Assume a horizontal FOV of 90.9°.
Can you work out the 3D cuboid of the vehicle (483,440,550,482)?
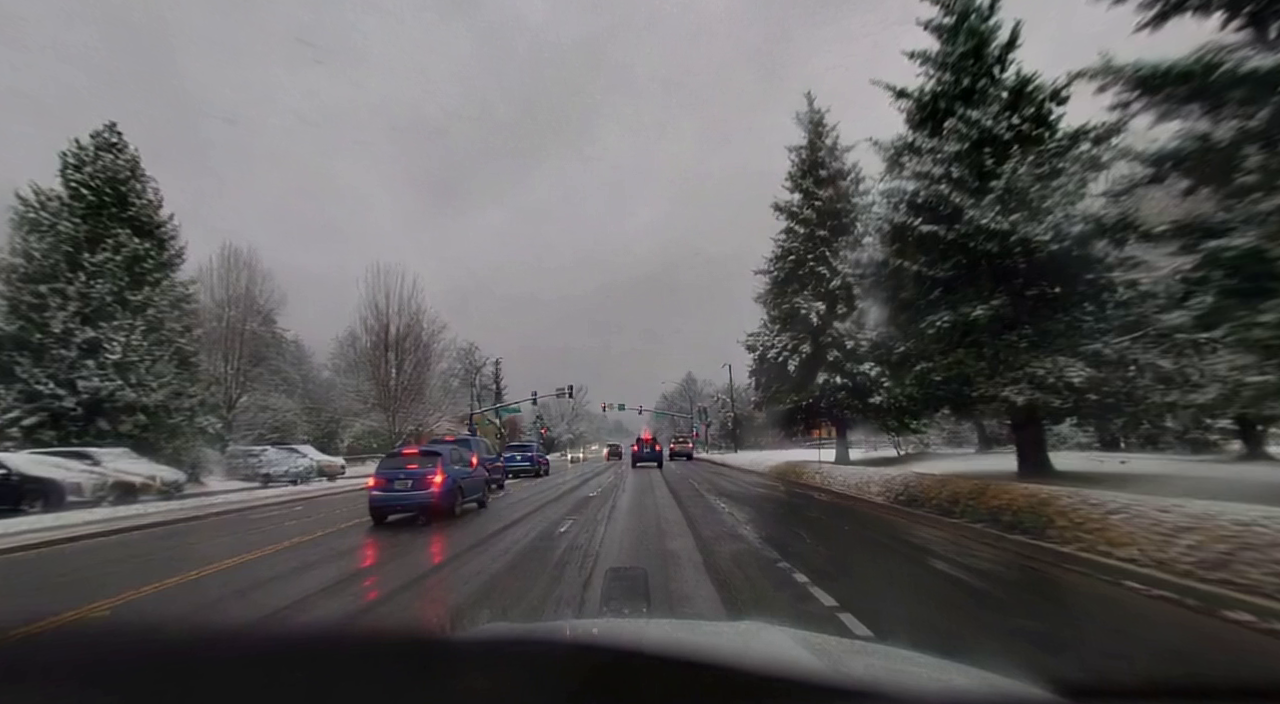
[{"bbox_3d":[-5.330,4.770,27.921,2.052,1.664,4.476,0,-9,0],"label":"vehicle"}]

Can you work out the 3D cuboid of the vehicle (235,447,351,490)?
[{"bbox_3d":[-17.890,6.013,32.978,2.254,2.005,6.086,-1,-9,4],"label":"vehicle"}]

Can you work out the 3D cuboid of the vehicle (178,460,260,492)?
[{"bbox_3d":[-21.392,6.295,32.187,1.632,1.435,3.580,0,-8,0],"label":"vehicle"}]

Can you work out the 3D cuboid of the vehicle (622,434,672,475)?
[{"bbox_3d":[0.348,4.895,30.295,2.235,1.778,4.178,-1,-9,1],"label":"vehicle"}]

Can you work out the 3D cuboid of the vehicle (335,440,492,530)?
[{"bbox_3d":[-4.320,2.564,12.862,2.043,1.464,4.571,1,-9,-7],"label":"vehicle"}]

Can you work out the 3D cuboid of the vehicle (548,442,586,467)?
[{"bbox_3d":[-5.162,7.353,45.205,2.108,1.689,4.316,-1,-9,1],"label":"vehicle"}]

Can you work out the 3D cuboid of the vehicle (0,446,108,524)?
[{"bbox_3d":[-18.898,3.696,17.826,5.642,2.016,2.305,-1,-9,3],"label":"vehicle"}]
